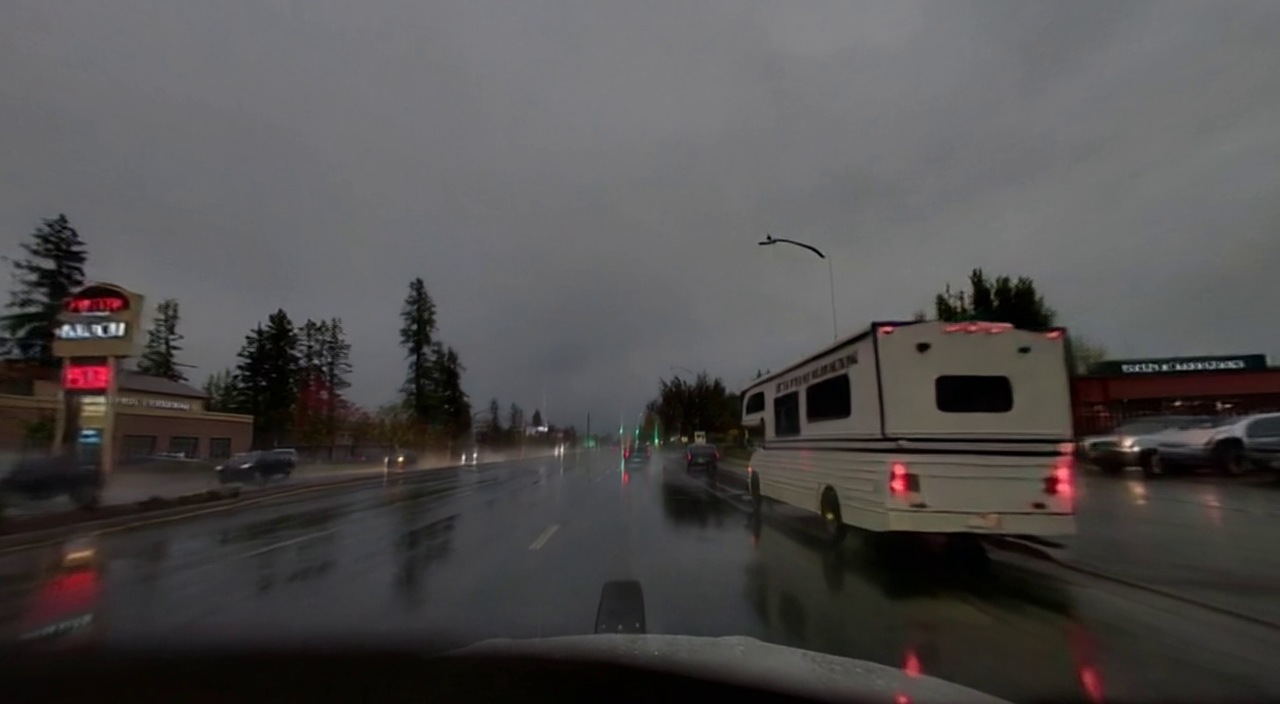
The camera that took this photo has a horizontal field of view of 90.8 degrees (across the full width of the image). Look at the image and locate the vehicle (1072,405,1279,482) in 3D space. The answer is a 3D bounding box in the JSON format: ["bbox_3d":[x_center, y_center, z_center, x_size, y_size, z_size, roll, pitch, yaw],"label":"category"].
[{"bbox_3d":[14.110,2.405,16.512,4.312,1.647,1.921,-9,-10,29],"label":"vehicle"}]

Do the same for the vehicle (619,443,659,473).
[{"bbox_3d":[-0.094,5.925,35.463,2.103,1.506,4.742,0,-9,-1],"label":"vehicle"}]

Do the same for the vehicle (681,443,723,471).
[{"bbox_3d":[3.887,6.692,40.385,2.060,1.611,4.675,0,-9,-2],"label":"vehicle"}]

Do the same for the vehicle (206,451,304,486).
[{"bbox_3d":[-18.091,5.461,29.978,1.889,1.507,4.388,0,-9,0],"label":"vehicle"}]

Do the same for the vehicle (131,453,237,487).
[{"bbox_3d":[-25.437,6.568,35.579,2.013,1.744,5.354,0,-9,-1],"label":"vehicle"}]

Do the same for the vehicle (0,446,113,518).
[{"bbox_3d":[-14.801,2.926,14.339,2.028,1.535,4.217,0,-9,0],"label":"vehicle"}]

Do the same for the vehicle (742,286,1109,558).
[{"bbox_3d":[4.004,1.429,11.491,2.924,3.250,7.780,-1,-9,0],"label":"vehicle"}]
